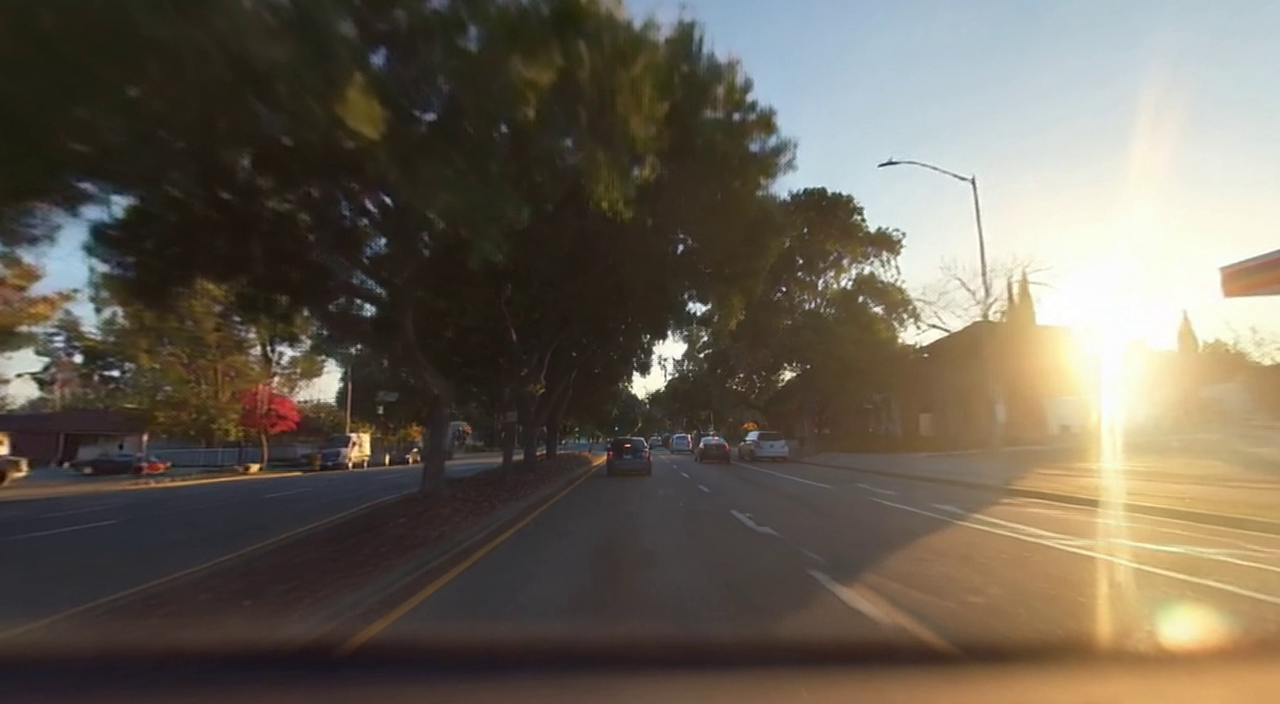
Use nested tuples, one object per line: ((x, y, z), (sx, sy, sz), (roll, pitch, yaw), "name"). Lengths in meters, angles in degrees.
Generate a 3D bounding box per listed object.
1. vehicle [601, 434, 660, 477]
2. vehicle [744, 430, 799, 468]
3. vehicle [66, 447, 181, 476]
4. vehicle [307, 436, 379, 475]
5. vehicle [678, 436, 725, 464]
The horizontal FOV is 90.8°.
((-0.298, 3.884, 23.919), (2.052, 1.488, 3.779), (0, -8, 1), "vehicle")
((6.538, 4.885, 31.918), (2.117, 1.757, 4.969), (-1, -9, 5), "vehicle")
((-27.498, 5.831, 33.713), (4.413, 1.451, 1.882), (0, -9, 0), "vehicle")
((-18.930, 6.548, 40.600), (2.222, 2.141, 5.390), (-1, -6, -3), "vehicle")
((3.355, 5.467, 35.339), (2.124, 1.476, 4.730), (0, -8, -1), "vehicle")
